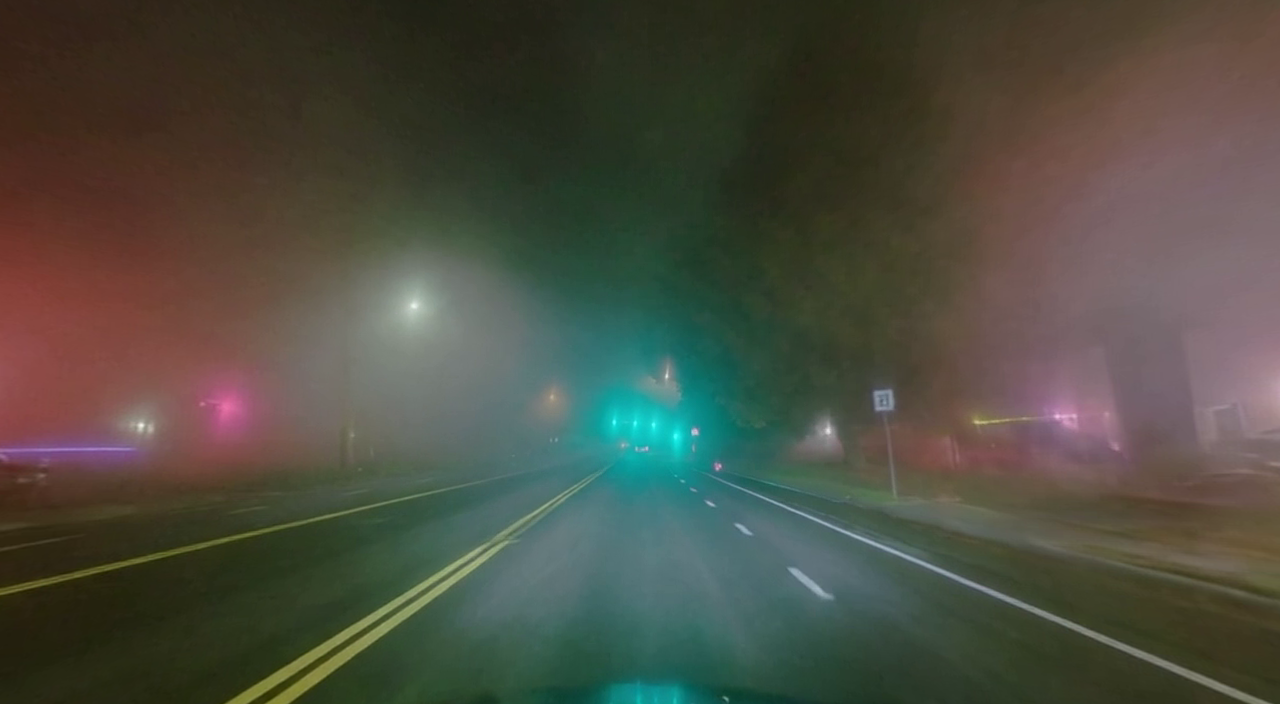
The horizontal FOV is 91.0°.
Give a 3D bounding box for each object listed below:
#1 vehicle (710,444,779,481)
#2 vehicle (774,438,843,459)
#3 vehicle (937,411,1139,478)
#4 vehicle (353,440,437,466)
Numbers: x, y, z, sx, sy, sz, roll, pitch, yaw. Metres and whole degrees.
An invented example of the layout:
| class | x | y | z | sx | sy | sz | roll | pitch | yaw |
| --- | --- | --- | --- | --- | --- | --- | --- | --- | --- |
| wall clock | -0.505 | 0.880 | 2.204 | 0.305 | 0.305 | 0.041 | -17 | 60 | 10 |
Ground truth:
| class | x | y | z | sx | sy | sz | roll | pitch | yaw |
| --- | --- | --- | --- | --- | --- | --- | --- | --- | --- |
| vehicle | 4.513 | 4.822 | 27.975 | 1.968 | 1.467 | 5.107 | 0 | -8 | -3 |
| vehicle | 12.648 | 7.268 | 47.359 | 4.593 | 1.480 | 1.819 | 0 | -8 | -2 |
| vehicle | 12.532 | 2.941 | 20.134 | 4.857 | 1.987 | 2.296 | 0 | -8 | 0 |
| vehicle | -19.384 | 7.999 | 49.966 | 5.684 | 1.934 | 2.217 | 0 | -8 | 0 |
